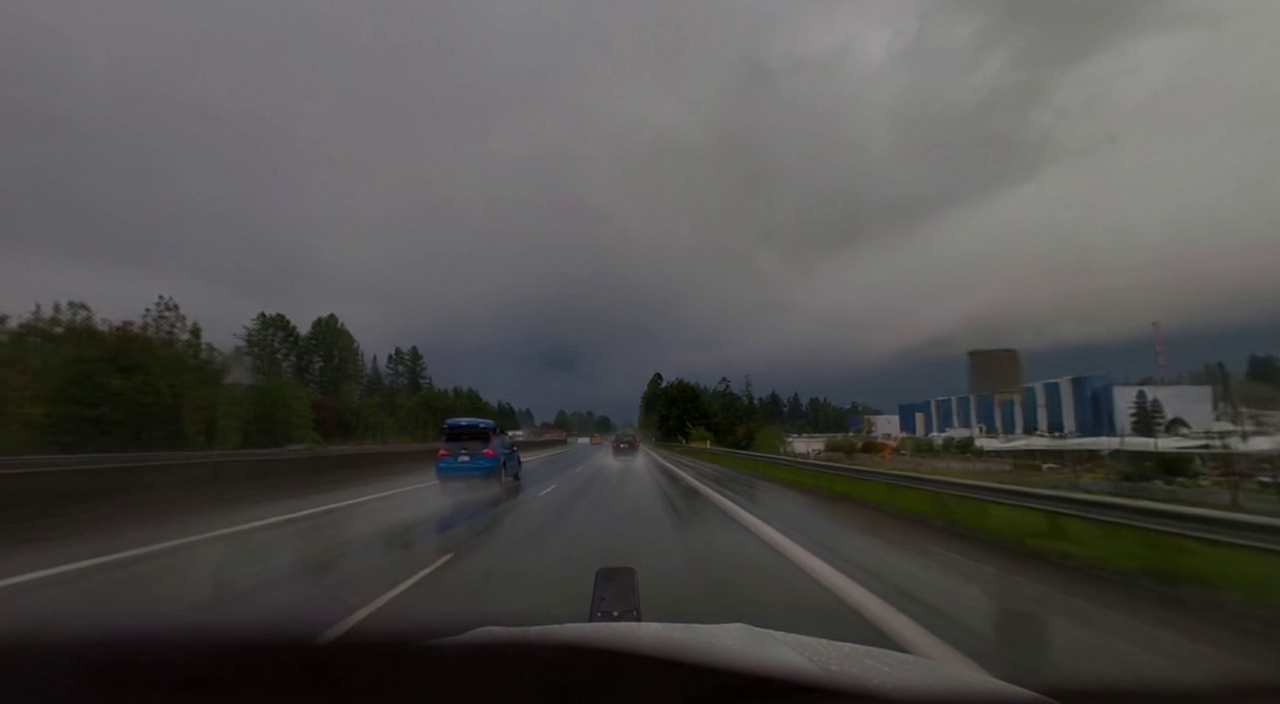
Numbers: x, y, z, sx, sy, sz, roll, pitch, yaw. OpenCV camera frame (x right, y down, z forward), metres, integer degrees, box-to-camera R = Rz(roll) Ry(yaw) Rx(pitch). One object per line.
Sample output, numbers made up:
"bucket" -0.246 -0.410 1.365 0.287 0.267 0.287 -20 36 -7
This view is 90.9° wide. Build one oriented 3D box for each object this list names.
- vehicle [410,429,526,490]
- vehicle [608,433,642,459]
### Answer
"vehicle" -4.900 3.124 18.751 2.189 1.580 4.607 0 -8 0
"vehicle" -0.995 6.317 42.542 2.151 1.618 3.898 0 -8 -1
